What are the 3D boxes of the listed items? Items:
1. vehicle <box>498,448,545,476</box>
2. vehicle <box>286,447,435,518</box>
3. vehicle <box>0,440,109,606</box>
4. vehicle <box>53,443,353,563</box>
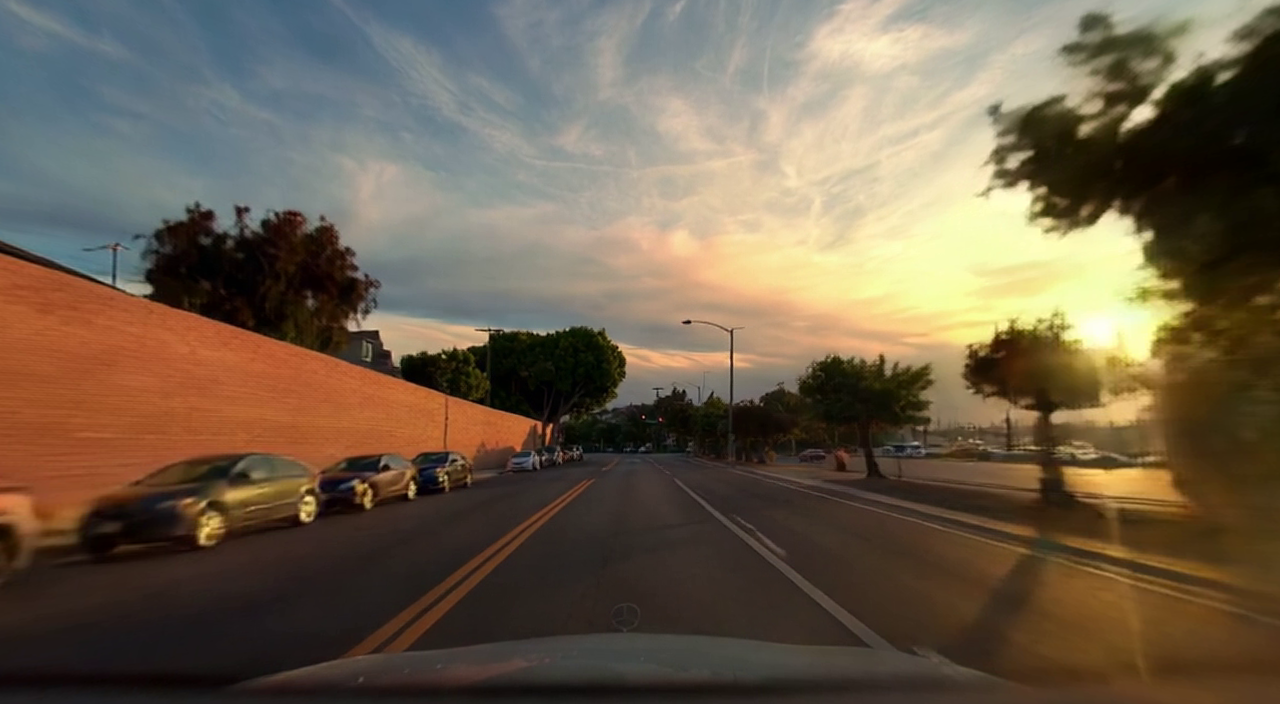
[{"bbox_3d":[-7.072,6.613,38.165,1.989,1.485,4.218,2,-8,0],"label":"vehicle"},{"bbox_3d":[-6.792,3.164,15.962,1.760,1.434,4.471,1,-8,-1],"label":"vehicle"},{"bbox_3d":[-6.777,1.391,4.578,1.899,1.485,4.593,2,-8,-1],"label":"vehicle"},{"bbox_3d":[-6.855,2.336,10.700,1.779,1.473,4.510,1,-8,1],"label":"vehicle"}]
